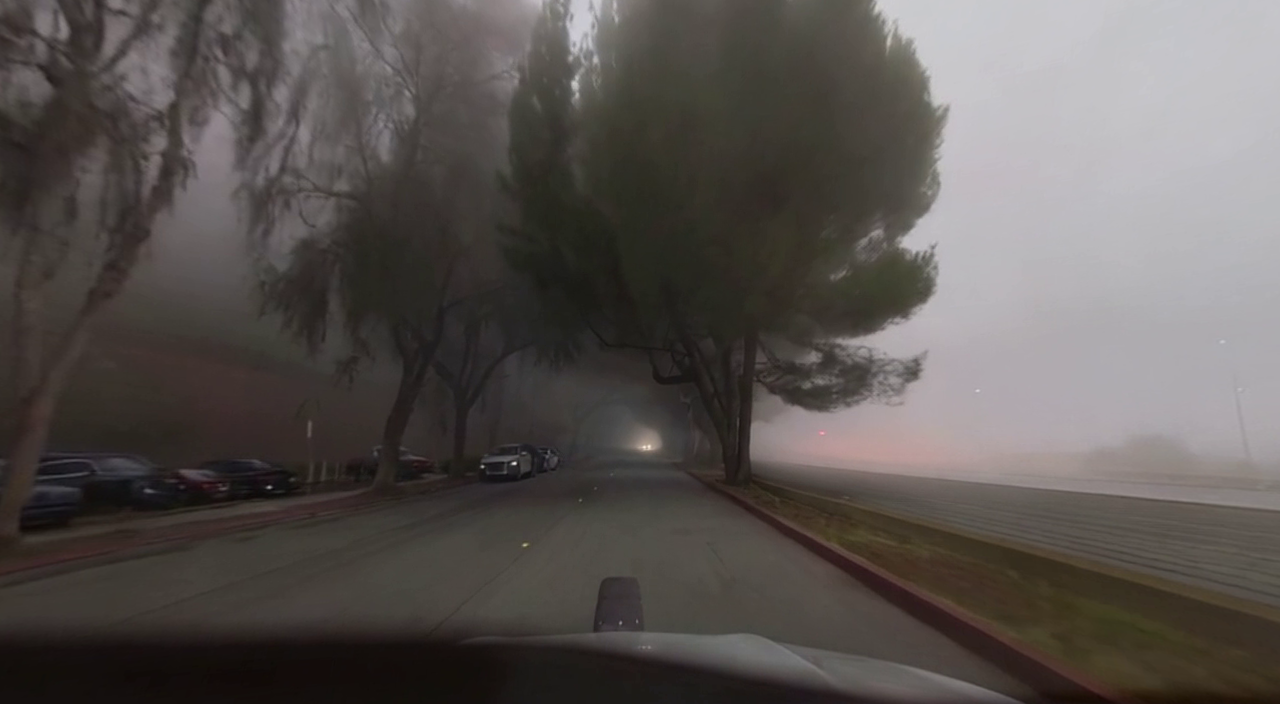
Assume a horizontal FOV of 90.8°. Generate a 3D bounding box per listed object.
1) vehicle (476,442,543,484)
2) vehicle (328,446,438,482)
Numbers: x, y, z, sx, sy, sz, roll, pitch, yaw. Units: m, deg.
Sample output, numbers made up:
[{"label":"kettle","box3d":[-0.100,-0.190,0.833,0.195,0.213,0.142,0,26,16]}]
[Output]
[{"label":"vehicle","box3d":[-6.283,5.386,31.214,2.109,1.847,5.553,0,-8,0]},{"label":"vehicle","box3d":[-13.725,5.989,33.901,4.991,1.692,1.960,1,-8,1]}]
